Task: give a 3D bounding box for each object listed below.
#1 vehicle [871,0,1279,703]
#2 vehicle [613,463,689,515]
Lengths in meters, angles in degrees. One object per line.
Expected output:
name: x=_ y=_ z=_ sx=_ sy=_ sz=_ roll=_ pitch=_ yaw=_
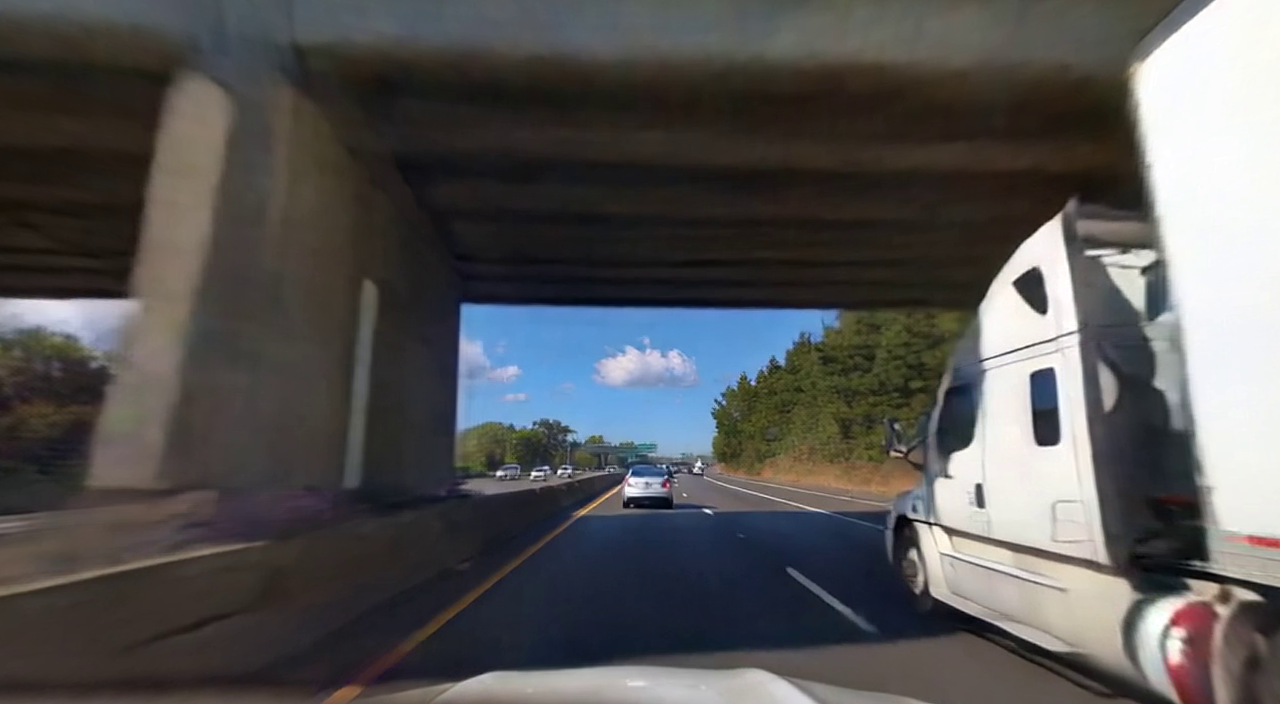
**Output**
vehicle: x=4.346 y=0.339 z=4.514 sx=3.008 sy=3.920 sz=5.910 roll=1 pitch=-10 yaw=0
vehicle: x=0.328 y=4.237 z=19.720 sx=2.156 sy=1.444 sz=3.762 roll=1 pitch=-10 yaw=0
